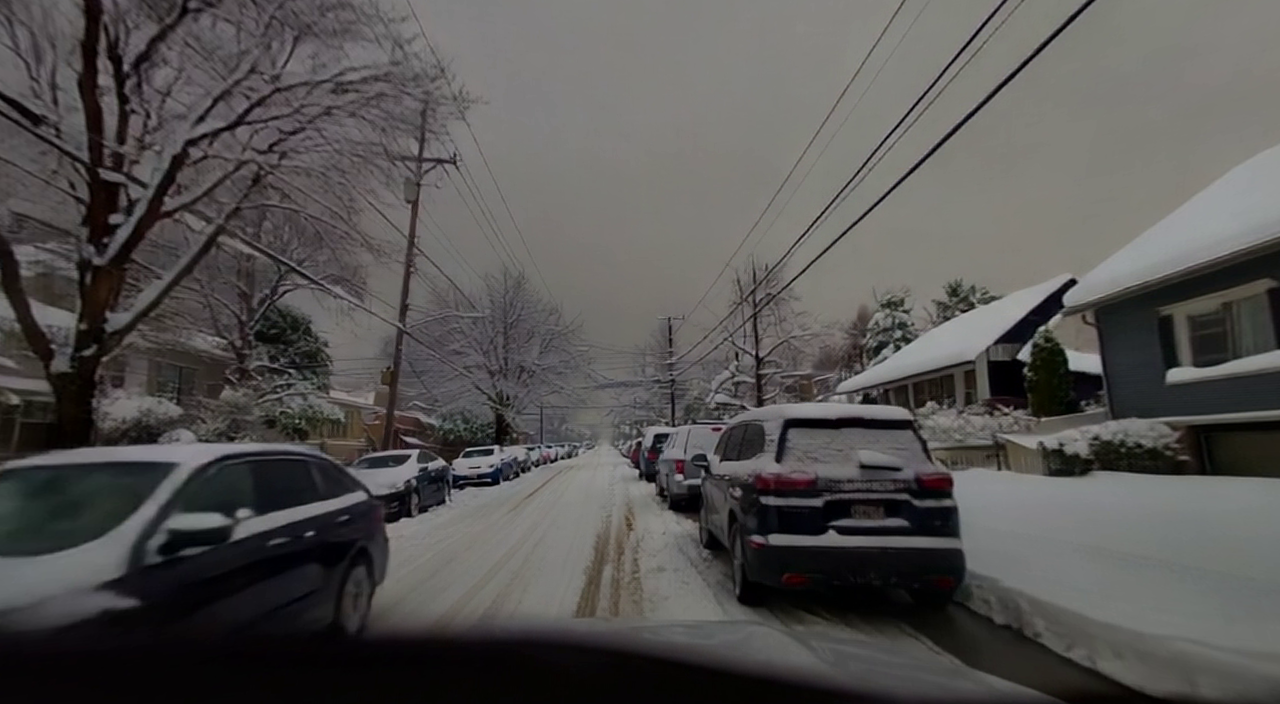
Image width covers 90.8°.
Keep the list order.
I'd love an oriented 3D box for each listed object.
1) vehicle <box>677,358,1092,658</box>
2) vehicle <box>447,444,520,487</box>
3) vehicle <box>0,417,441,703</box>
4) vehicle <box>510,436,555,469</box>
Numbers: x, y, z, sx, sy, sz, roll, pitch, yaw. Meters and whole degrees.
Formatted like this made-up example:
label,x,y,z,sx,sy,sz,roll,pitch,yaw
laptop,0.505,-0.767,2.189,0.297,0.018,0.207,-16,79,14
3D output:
label,x,y,z,sx,sy,sz,roll,pitch,yaw
vehicle,1.670,1.285,6.300,2.032,1.839,4.597,0,-8,-4
vehicle,-6.261,4.560,25.846,1.988,1.541,4.686,0,-8,-2
vehicle,-2.905,1.247,3.720,2.060,1.525,4.876,0,-8,-2
vehicle,-6.917,6.538,41.225,2.280,1.953,5.092,0,-8,-3
